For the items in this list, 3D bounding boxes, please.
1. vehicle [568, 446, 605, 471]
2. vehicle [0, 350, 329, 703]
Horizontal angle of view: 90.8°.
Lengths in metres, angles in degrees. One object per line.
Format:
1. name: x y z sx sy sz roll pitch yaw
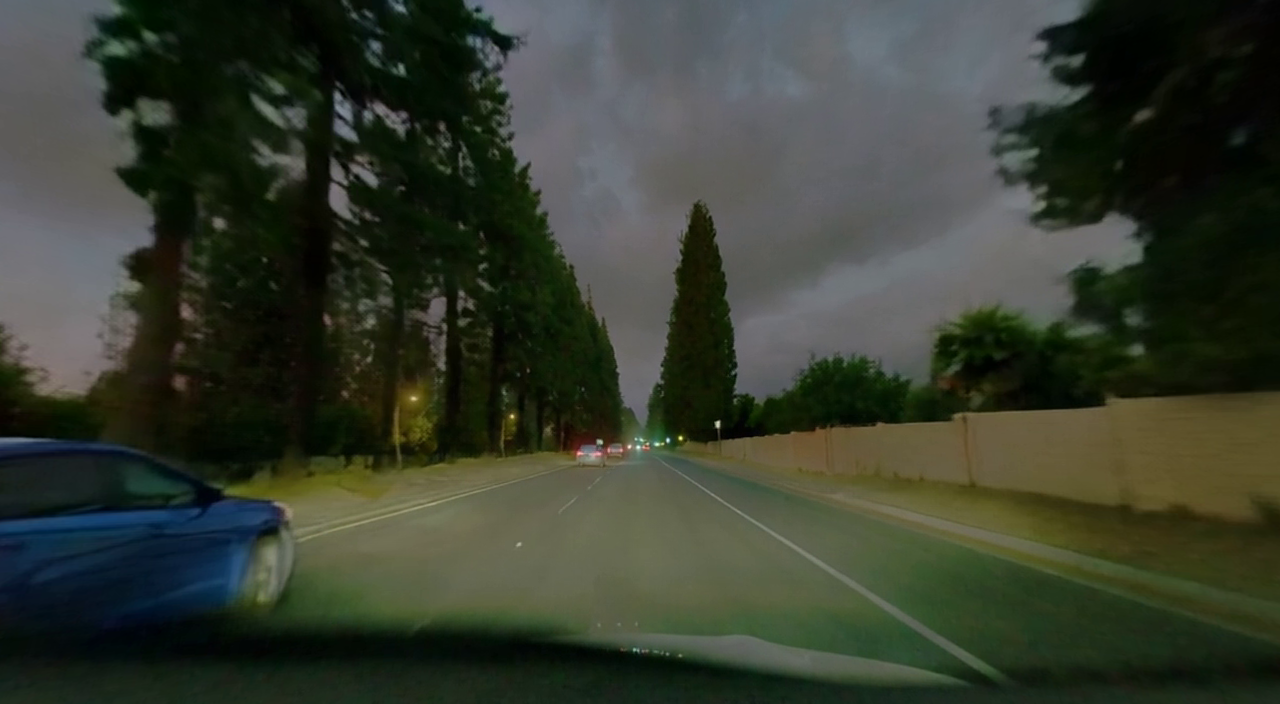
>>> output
1. vehicle: -3.163 6.414 38.227 1.870 1.431 4.317 0 -9 0
2. vehicle: -3.416 0.867 2.665 1.919 1.650 4.546 0 -9 -1
